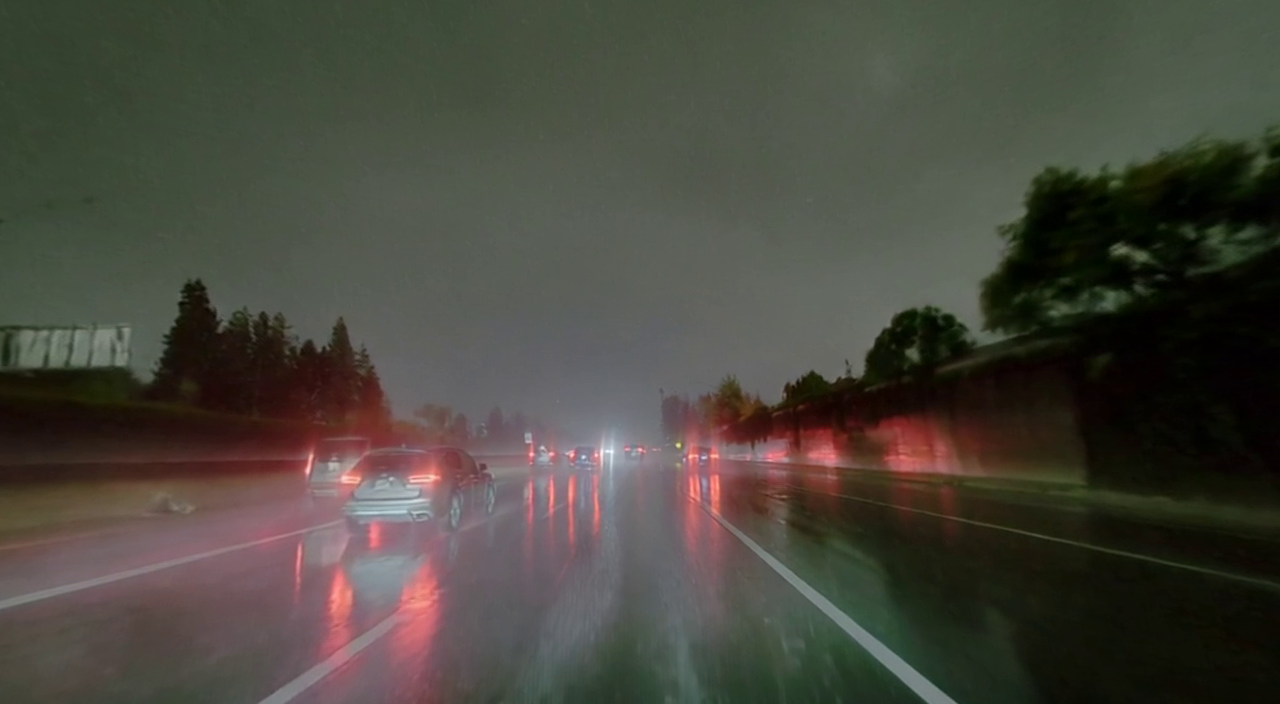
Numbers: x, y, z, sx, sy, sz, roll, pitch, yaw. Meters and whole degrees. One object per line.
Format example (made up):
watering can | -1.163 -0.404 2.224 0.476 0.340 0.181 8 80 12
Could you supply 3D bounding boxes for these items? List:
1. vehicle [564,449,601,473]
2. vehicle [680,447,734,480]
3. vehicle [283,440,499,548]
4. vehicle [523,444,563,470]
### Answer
vehicle | -3.759 7.195 41.818 2.071 1.478 4.130 0 -9 1
vehicle | 3.198 5.457 31.114 2.141 1.507 4.510 0 -9 0
vehicle | -4.011 2.354 11.135 1.988 1.506 4.416 0 -9 0
vehicle | -6.898 7.539 45.336 2.111 1.811 4.391 0 -9 1
